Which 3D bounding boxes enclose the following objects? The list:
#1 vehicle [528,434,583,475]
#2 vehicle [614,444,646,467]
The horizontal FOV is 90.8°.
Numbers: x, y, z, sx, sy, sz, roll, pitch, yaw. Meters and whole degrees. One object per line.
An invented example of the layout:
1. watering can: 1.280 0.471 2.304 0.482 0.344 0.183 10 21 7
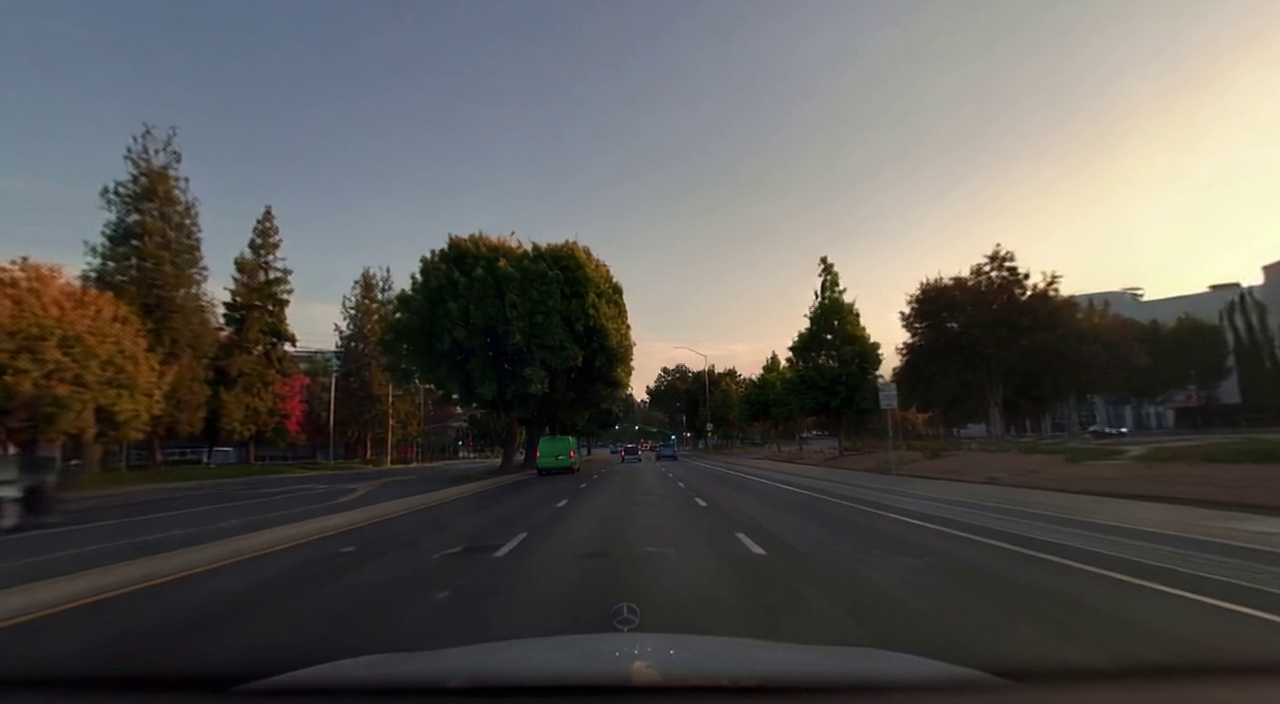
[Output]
1. vehicle: -4.076 5.052 31.367 2.075 1.863 4.744 0 -8 0
2. vehicle: -0.712 7.060 43.168 2.039 1.455 3.826 0 -8 -1
